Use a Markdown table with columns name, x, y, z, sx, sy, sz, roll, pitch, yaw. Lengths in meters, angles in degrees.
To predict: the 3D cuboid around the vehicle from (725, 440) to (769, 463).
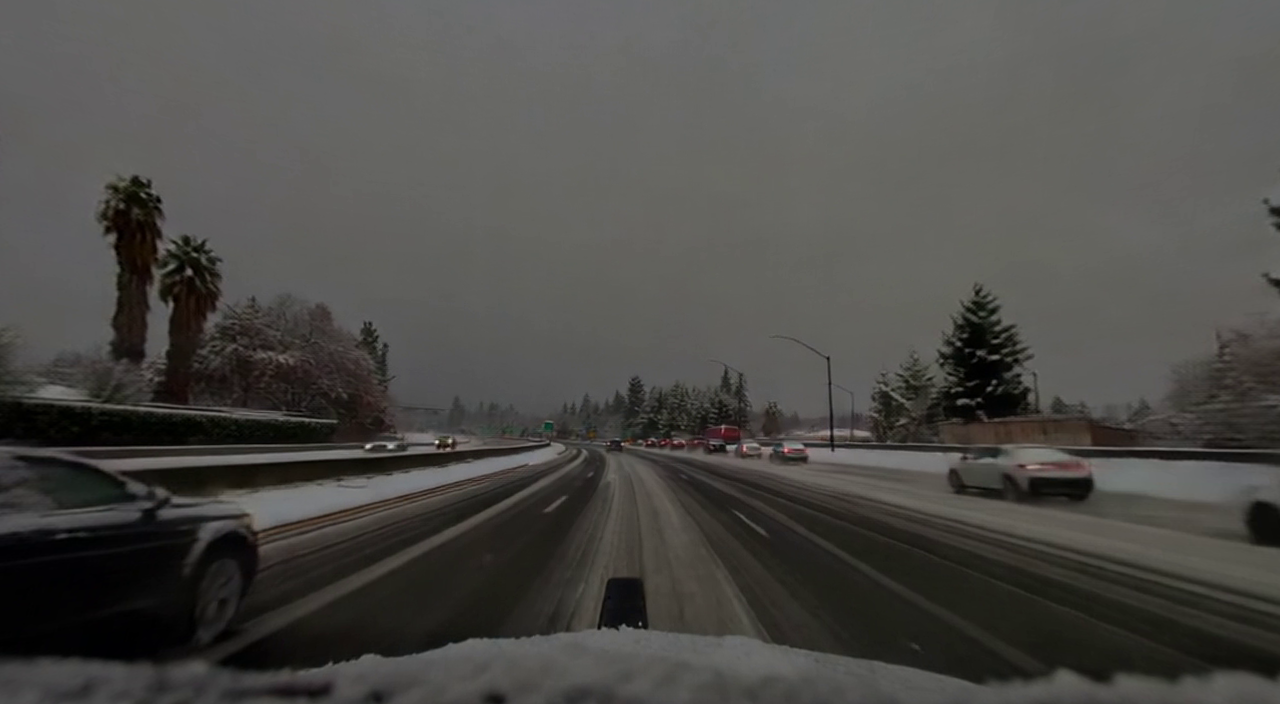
| name | x | y | z | sx | sy | sz | roll | pitch | yaw |
| --- | --- | --- | --- | --- | --- | --- | --- | --- | --- |
| vehicle | 7.192 | 6.738 | 42.892 | 1.984 | 1.477 | 4.385 | 0 | -8 | -4 |

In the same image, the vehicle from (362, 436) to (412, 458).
| name | x | y | z | sx | sy | sz | roll | pitch | yaw |
| --- | --- | --- | --- | --- | --- | --- | --- | --- | --- |
| vehicle | -19.253 | 7.243 | 48.164 | 1.991 | 1.614 | 4.729 | 0 | -8 | -2 |

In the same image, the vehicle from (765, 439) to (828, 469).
| name | x | y | z | sx | sy | sz | roll | pitch | yaw |
| --- | --- | --- | --- | --- | --- | --- | --- | --- | --- |
| vehicle | 8.102 | 5.308 | 33.098 | 1.922 | 1.456 | 4.626 | 0 | -8 | -3 |

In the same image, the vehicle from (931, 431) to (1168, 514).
| name | x | y | z | sx | sy | sz | roll | pitch | yaw |
| --- | --- | --- | --- | --- | --- | --- | --- | --- | --- |
| vehicle | 8.467 | 2.515 | 13.727 | 1.947 | 1.452 | 4.696 | 0 | -8 | -1 |

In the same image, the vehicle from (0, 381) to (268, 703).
| name | x | y | z | sx | sy | sz | roll | pitch | yaw |
| --- | --- | --- | --- | --- | --- | --- | --- | --- | --- |
| vehicle | -3.722 | 0.857 | 2.322 | 2.109 | 1.536 | 4.174 | 0 | -8 | 1 |
